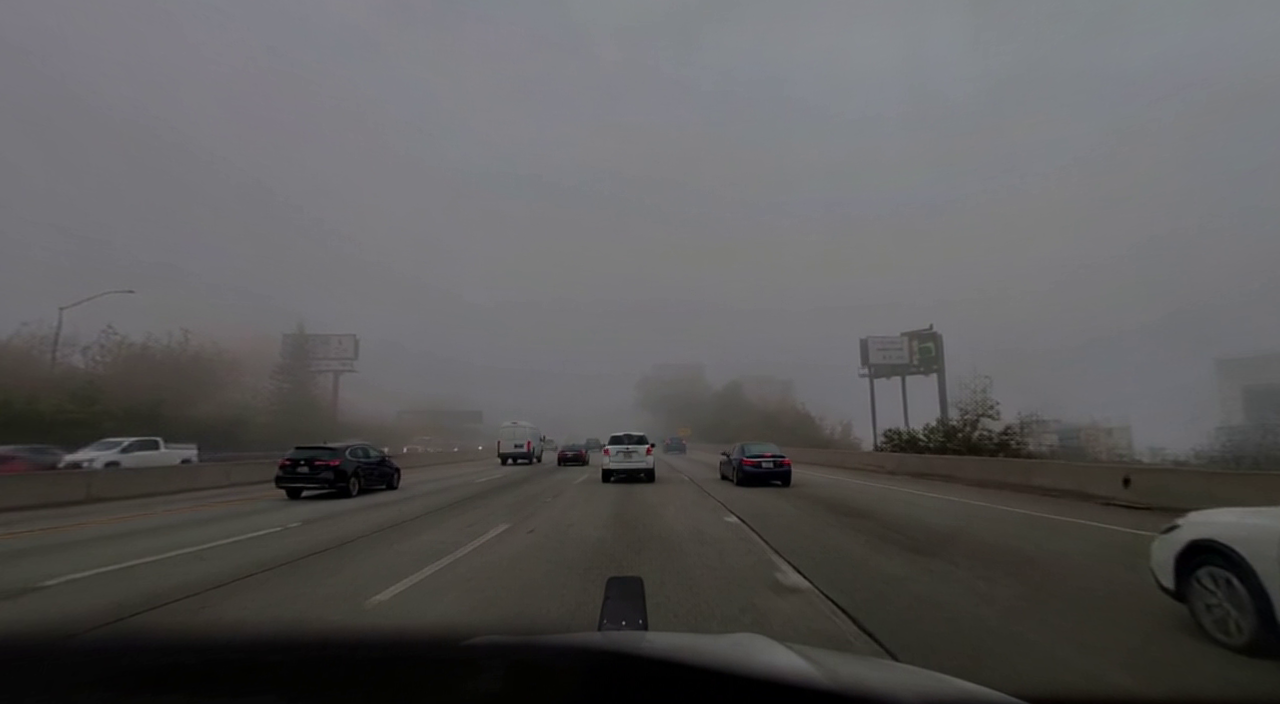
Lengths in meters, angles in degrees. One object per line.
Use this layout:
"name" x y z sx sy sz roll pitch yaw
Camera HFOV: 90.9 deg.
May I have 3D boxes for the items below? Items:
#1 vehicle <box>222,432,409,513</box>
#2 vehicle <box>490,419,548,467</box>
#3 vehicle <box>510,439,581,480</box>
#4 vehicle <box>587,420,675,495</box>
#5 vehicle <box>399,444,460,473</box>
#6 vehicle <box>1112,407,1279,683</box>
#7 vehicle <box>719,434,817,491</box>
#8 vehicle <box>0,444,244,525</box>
"vehicle" -7.402 2.773 15.046 2.021 1.632 4.417 0 -8 1
"vehicle" -7.643 5.873 40.686 2.358 2.817 7.055 0 -8 0
"vehicle" -3.715 4.305 25.614 2.079 1.499 4.512 0 -8 1
"vehicle" -0.236 2.988 18.195 2.209 1.863 4.626 0 -8 0
"vehicle" -11.371 5.747 34.273 1.923 1.480 3.905 0 -8 1
"vehicle" 4.455 0.875 2.269 1.915 1.482 4.537 0 -8 -1
"vehicle" 3.688 3.261 19.031 1.942 1.487 4.518 0 -8 -1
"vehicle" -11.155 2.746 13.784 1.970 1.441 4.555 0 -8 1
